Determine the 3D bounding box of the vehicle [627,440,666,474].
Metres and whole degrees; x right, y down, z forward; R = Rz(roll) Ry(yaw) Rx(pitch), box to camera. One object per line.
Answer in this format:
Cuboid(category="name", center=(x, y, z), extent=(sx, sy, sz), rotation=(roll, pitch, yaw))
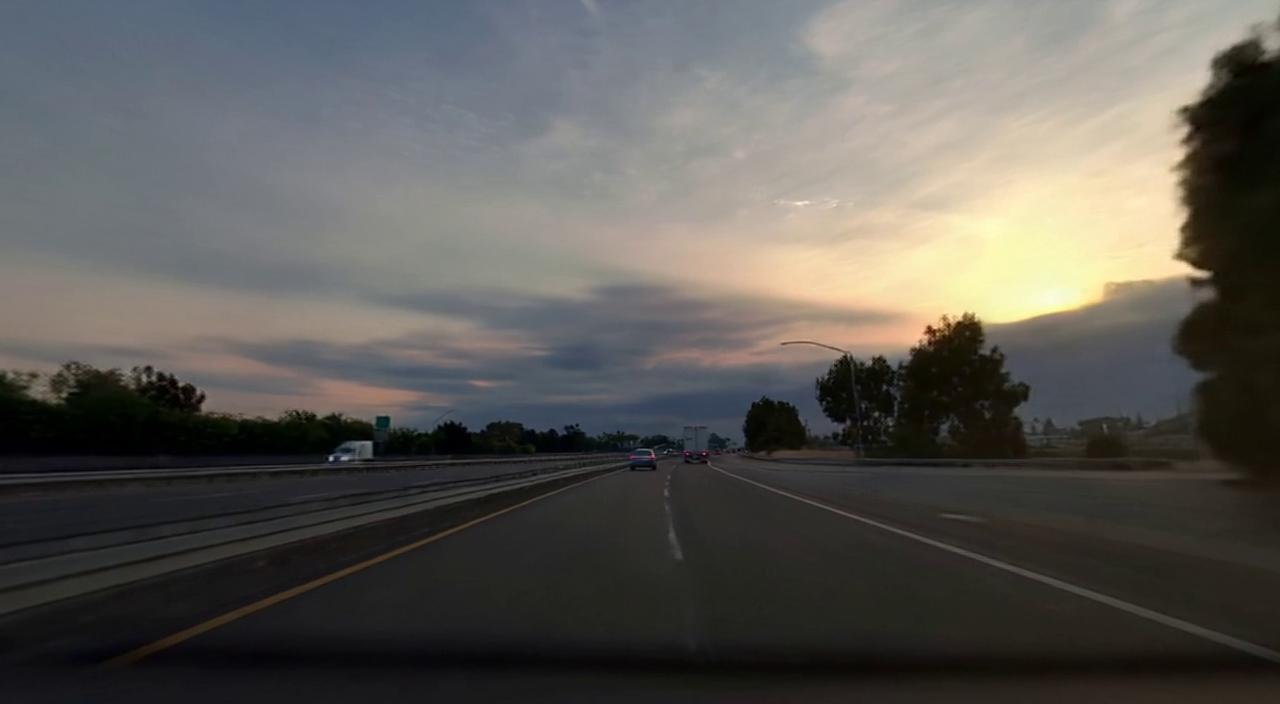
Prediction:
Cuboid(category="vehicle", center=(0.505, 6.866, 41.192), extent=(2.271, 2.049, 4.894), rotation=(-1, -9, 4))
